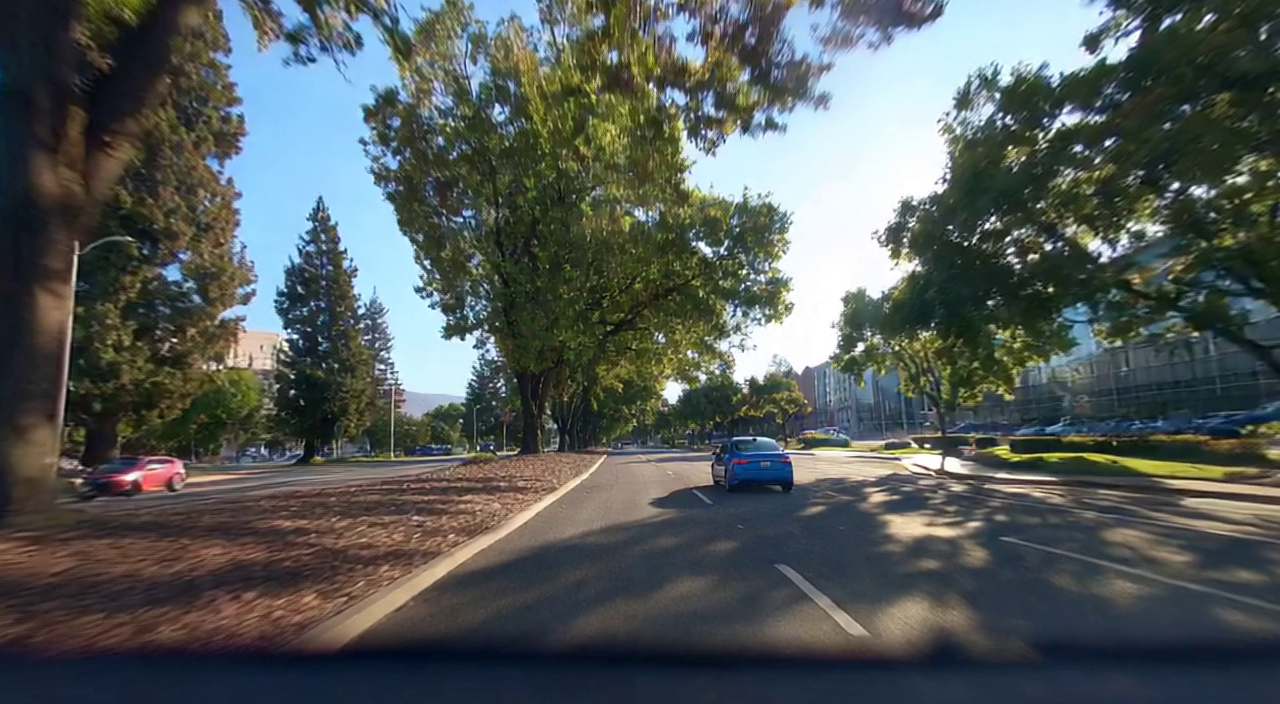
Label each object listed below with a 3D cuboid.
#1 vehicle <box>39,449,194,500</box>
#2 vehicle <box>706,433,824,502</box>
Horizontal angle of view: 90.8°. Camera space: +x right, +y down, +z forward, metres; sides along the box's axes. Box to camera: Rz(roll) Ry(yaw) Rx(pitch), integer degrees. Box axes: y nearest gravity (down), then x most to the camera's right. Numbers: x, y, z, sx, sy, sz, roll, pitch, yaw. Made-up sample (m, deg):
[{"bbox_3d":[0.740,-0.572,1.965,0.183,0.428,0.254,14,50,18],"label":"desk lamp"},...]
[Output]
[{"bbox_3d":[-20.665,4.826,25.303,2.016,1.778,4.804,0,-8,0],"label":"vehicle"},{"bbox_3d":[2.928,2.809,15.816,1.950,1.473,4.259,0,-8,-2],"label":"vehicle"}]
